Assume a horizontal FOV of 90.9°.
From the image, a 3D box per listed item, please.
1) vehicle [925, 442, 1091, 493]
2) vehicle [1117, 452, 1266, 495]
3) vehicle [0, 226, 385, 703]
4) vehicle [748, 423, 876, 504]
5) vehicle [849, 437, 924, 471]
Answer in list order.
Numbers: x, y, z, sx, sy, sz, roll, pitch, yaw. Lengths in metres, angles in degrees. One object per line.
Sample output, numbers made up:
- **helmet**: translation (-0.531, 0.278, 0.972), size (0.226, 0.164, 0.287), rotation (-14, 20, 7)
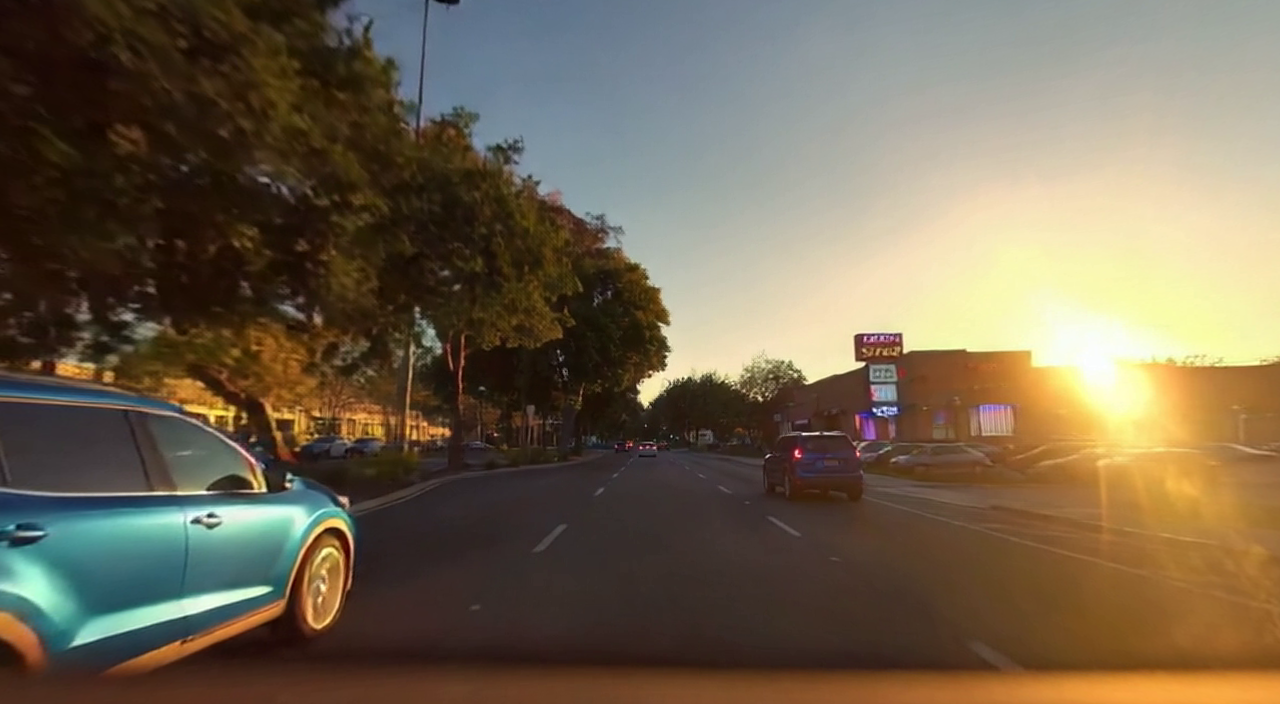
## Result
- **vehicle**: translation (11.760, 3.705, 20.373), size (4.217, 1.522, 1.755), rotation (0, -8, 4)
- **vehicle**: translation (21.226, 4.659, 24.560), size (1.822, 1.460, 4.409), rotation (0, -8, 0)
- **vehicle**: translation (-3.187, 0.632, 2.566), size (2.210, 1.925, 4.838), rotation (0, -8, 0)
- **vehicle**: translation (4.202, 2.805, 16.274), size (2.024, 1.773, 4.431), rotation (1, -8, 0)
- **vehicle**: translation (12.676, 5.258, 32.676), size (1.781, 1.615, 4.095), rotation (2, -8, -8)
